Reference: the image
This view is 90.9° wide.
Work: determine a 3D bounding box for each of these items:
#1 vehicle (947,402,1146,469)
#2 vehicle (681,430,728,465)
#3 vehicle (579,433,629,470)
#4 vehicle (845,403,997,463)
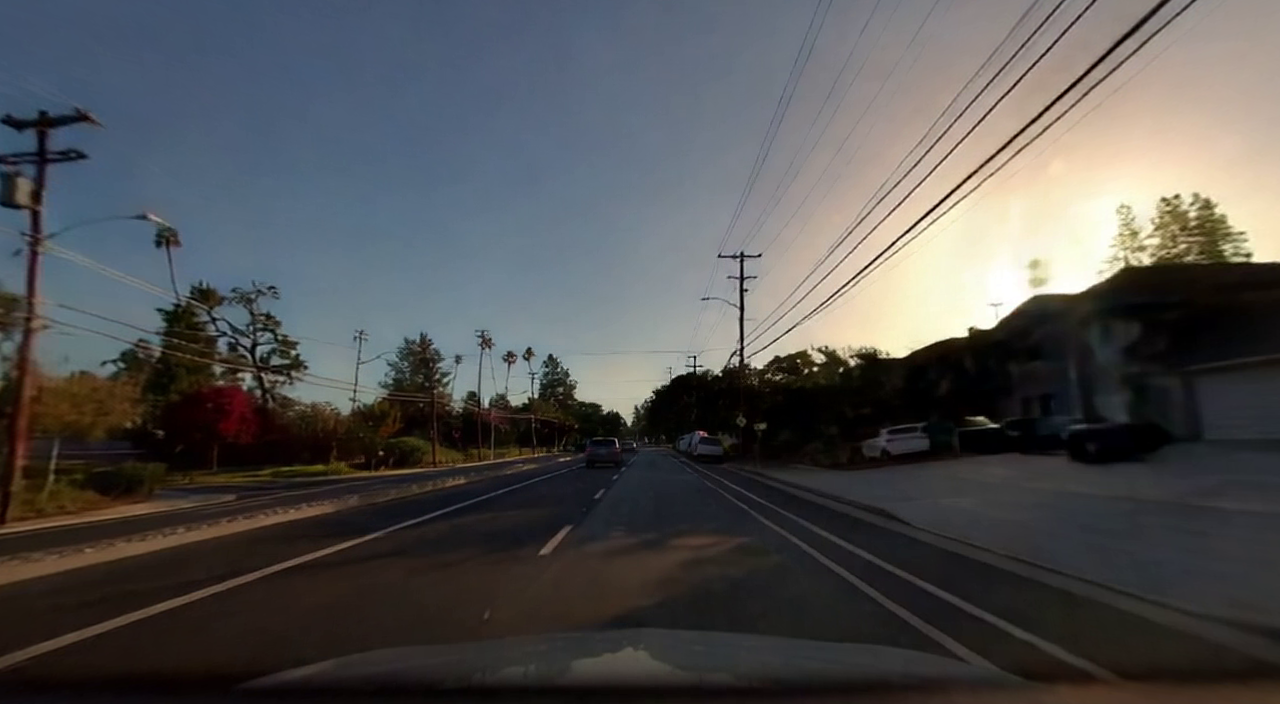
[{"bbox_3d":[12.427,2.583,19.507,4.719,1.553,1.889,-5,-8,0],"label":"vehicle"},{"bbox_3d":[4.324,6.503,43.075,2.622,2.137,6.267,1,-9,1],"label":"vehicle"},{"bbox_3d":[-1.867,5.466,34.729,2.327,1.861,4.941,-1,-9,2],"label":"vehicle"},{"bbox_3d":[11.359,3.329,25.792,5.042,1.803,2.134,-6,-9,0],"label":"vehicle"}]
